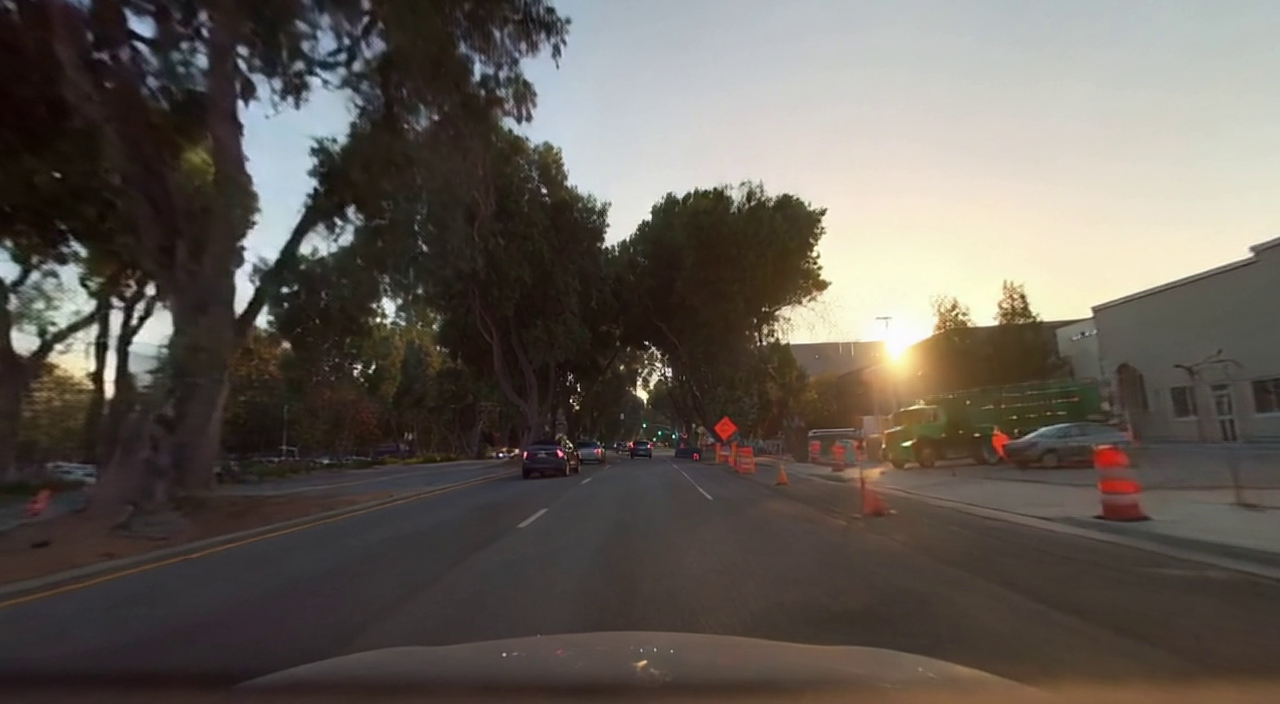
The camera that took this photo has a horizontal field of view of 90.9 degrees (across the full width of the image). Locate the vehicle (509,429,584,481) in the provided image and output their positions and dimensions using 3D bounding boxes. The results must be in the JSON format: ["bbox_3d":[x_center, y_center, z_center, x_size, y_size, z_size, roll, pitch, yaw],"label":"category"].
[{"bbox_3d":[-3.289,3.730,23.047,2.038,1.682,4.399,0,-8,0],"label":"vehicle"}]

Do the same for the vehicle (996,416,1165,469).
[{"bbox_3d":[15.679,3.265,22.677,1.874,1.694,4.535,6,-11,-38],"label":"vehicle"}]

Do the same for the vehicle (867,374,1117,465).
[{"bbox_3d":[14.960,2.942,27.328,8.949,3.673,3.044,0,-8,-2],"label":"vehicle"}]

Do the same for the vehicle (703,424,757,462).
[{"bbox_3d":[5.738,5.970,41.250,2.653,2.231,6.793,0,-8,1],"label":"vehicle"}]
